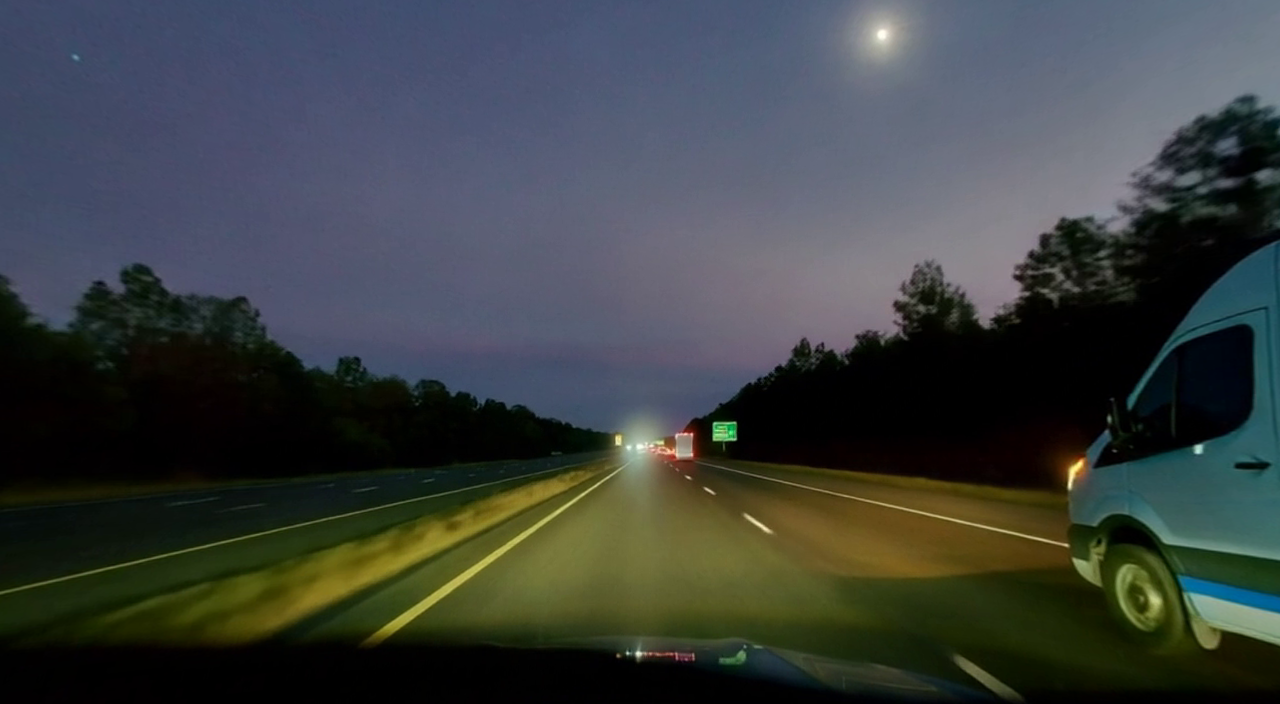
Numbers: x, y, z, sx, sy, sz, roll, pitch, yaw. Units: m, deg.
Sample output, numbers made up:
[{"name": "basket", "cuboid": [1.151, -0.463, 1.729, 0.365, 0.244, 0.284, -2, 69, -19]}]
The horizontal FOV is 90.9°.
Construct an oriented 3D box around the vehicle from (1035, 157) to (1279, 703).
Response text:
[{"name": "vehicle", "cuboid": [4.044, 0.202, 1.164, 2.522, 2.556, 6.180, 0, -9, 0]}]
